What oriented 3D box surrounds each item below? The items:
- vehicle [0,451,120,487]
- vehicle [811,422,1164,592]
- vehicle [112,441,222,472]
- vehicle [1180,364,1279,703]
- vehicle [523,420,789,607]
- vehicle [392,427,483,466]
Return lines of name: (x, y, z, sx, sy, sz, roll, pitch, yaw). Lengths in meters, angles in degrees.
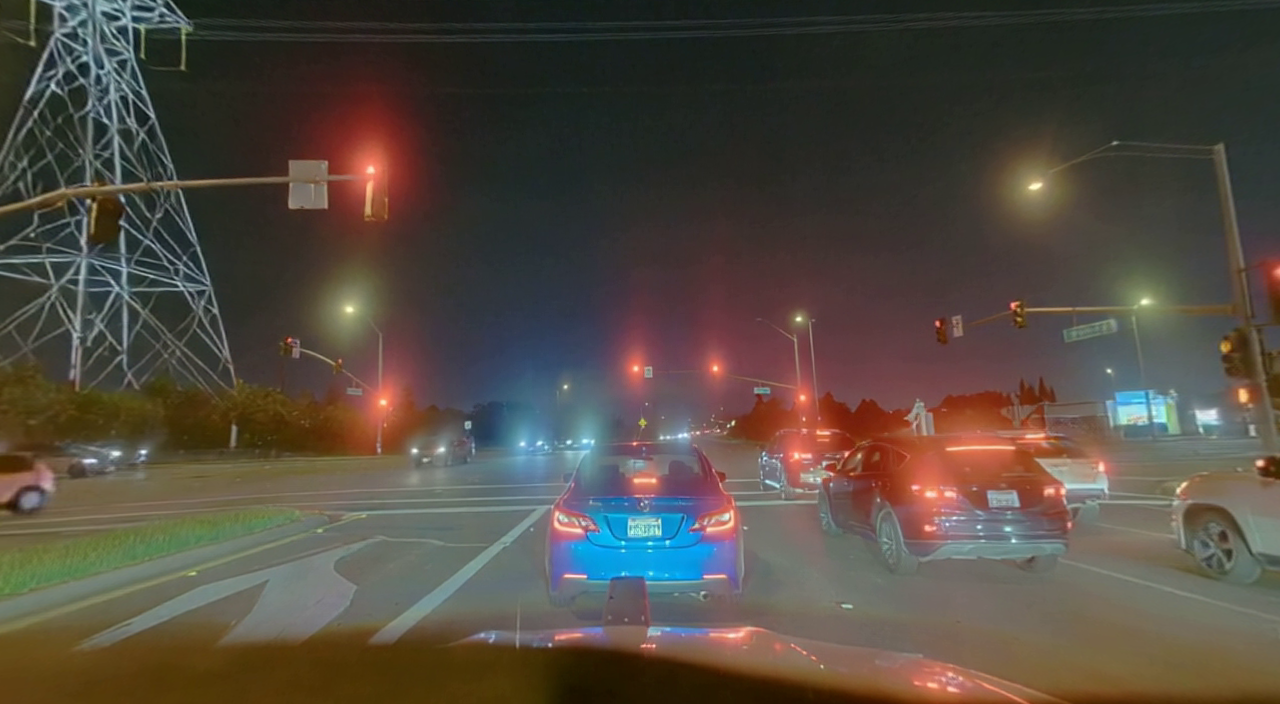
vehicle: (-25.925, 5.112, 27.747, 4.263, 1.464, 1.895, 0, -8, -1)
vehicle: (3.654, 1.683, 7.720, 1.835, 1.473, 4.190, 0, -8, -2)
vehicle: (-26.028, 5.766, 34.789, 4.417, 1.637, 1.956, 0, -8, -2)
vehicle: (3.412, 0.588, 0.626, 1.926, 1.614, 4.330, 0, -8, 1)
vehicle: (0.113, 1.596, 7.126, 2.117, 1.474, 4.036, 0, -8, 0)
vehicle: (-9.627, 4.598, 30.655, 2.269, 1.716, 5.700, -1, -8, 3)
